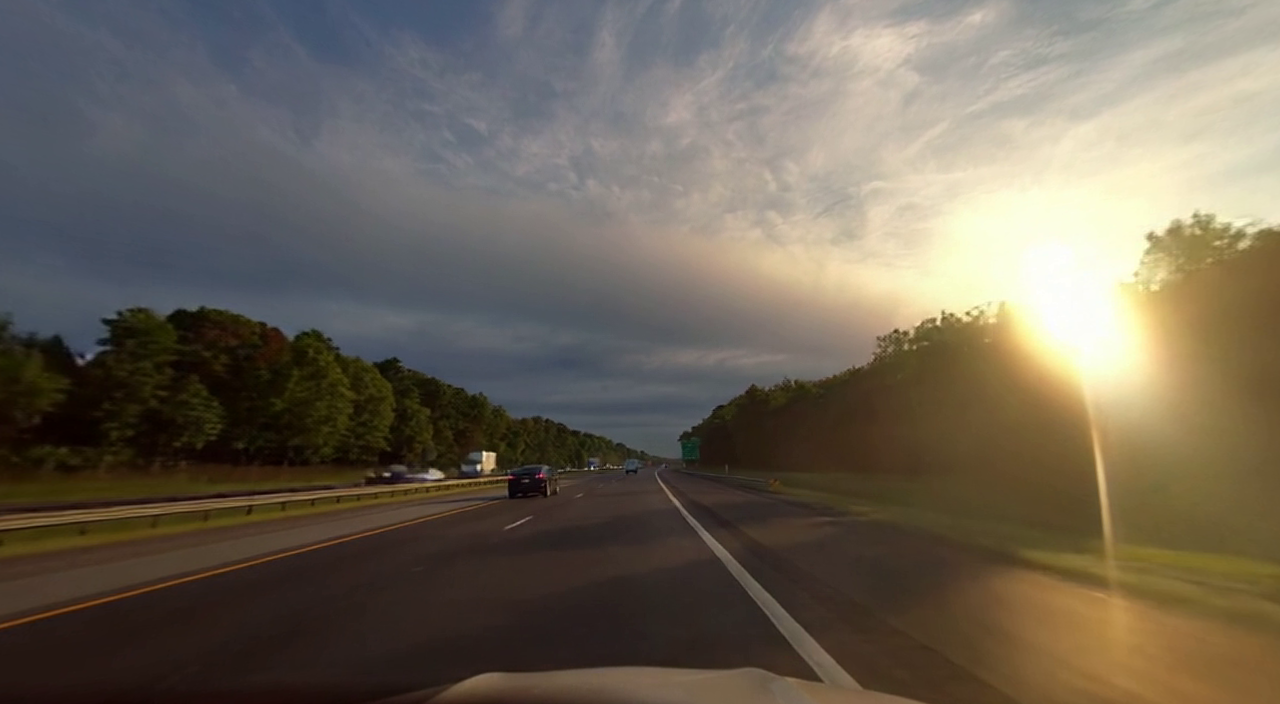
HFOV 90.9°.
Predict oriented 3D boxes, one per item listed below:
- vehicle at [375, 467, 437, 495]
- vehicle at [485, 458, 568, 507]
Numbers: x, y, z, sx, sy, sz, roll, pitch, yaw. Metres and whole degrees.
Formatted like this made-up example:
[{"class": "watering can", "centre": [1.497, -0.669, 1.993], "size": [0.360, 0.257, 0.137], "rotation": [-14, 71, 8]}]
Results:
[{"class": "vehicle", "centre": [-12.984, 7.185, 35.244], "size": [1.789, 1.404, 4.089], "rotation": [0, -10, 1]}, {"class": "vehicle", "centre": [-3.841, 4.541, 22.143], "size": [2.043, 1.486, 4.442], "rotation": [0, -10, 1]}]
